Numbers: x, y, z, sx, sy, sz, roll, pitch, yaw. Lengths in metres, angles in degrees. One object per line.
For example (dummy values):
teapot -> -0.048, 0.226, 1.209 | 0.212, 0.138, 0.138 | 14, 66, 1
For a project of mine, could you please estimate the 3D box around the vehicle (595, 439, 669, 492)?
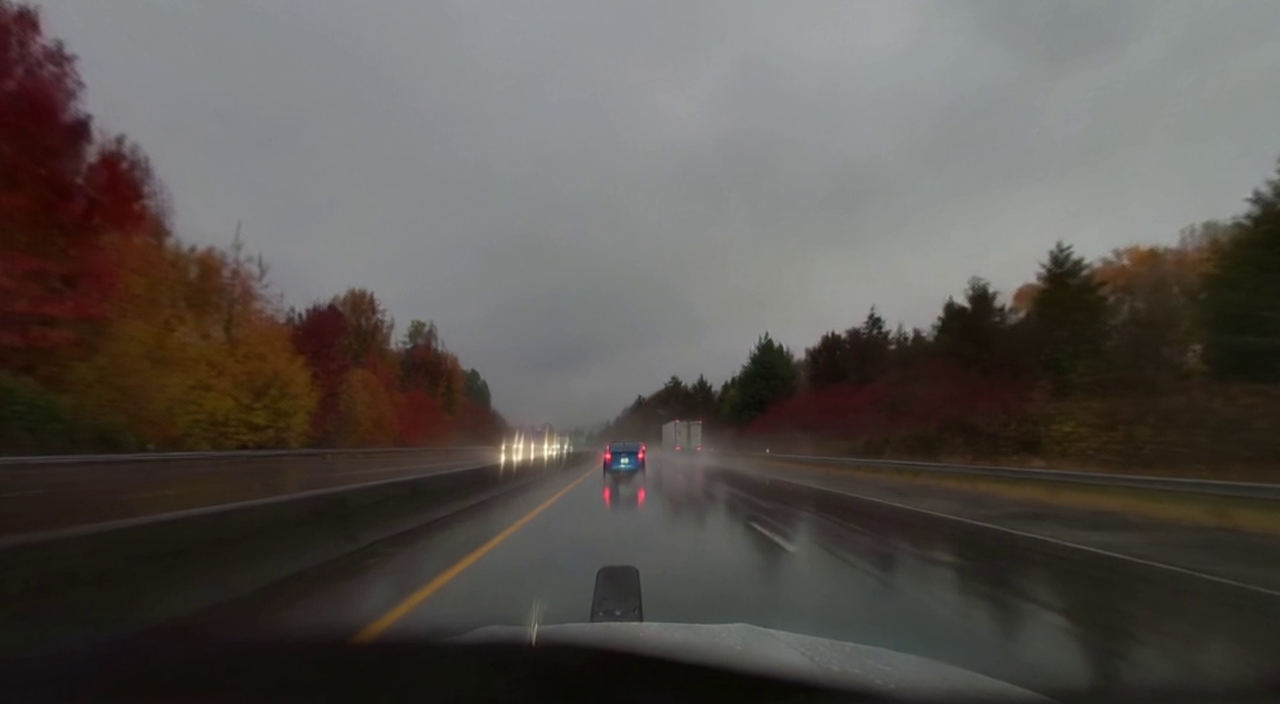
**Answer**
vehicle -> -0.277, 3.554, 19.955 | 2.099, 1.506, 4.097 | 0, -9, -1
